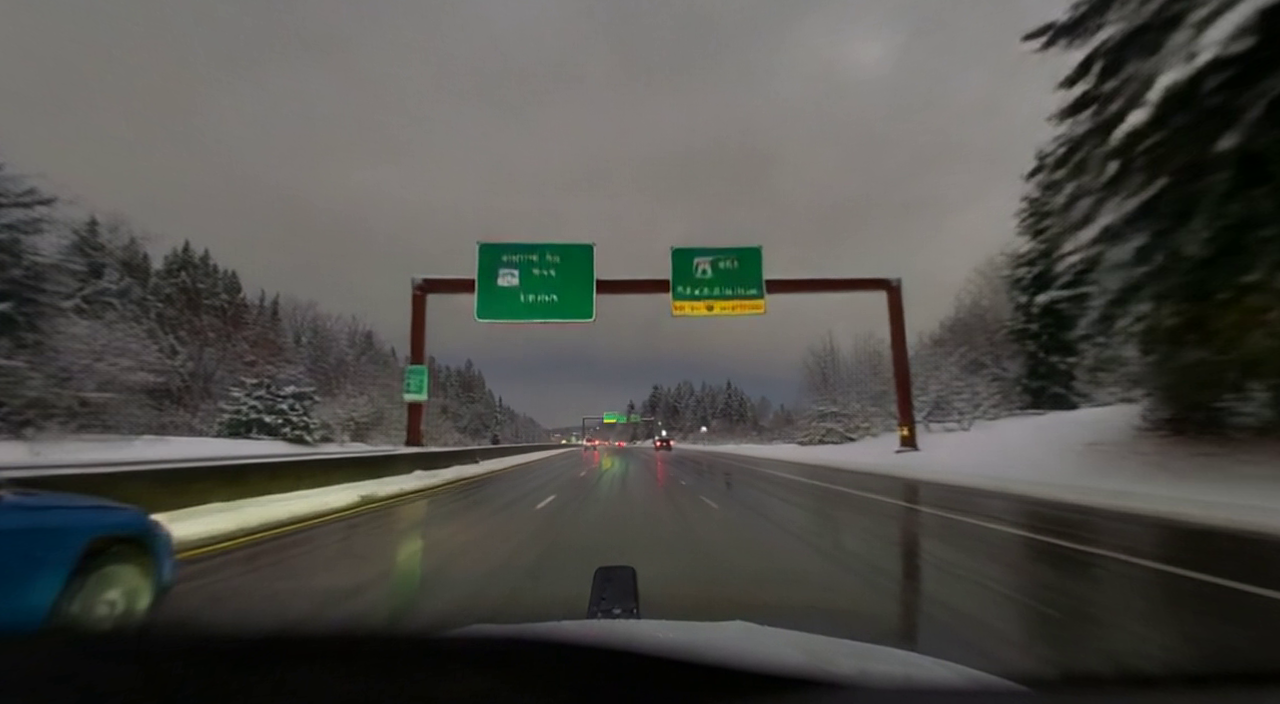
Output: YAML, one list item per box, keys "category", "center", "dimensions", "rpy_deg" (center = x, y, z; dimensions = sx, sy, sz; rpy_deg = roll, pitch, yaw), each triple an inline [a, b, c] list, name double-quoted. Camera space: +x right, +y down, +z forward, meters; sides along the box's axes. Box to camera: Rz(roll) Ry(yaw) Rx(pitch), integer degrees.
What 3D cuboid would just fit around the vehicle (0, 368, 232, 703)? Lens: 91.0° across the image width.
- category: "vehicle"
  center: [-3.875, 0.827, 2.174]
  dimensions: [2.074, 1.652, 4.273]
  rpy_deg: [-1, -8, -1]
